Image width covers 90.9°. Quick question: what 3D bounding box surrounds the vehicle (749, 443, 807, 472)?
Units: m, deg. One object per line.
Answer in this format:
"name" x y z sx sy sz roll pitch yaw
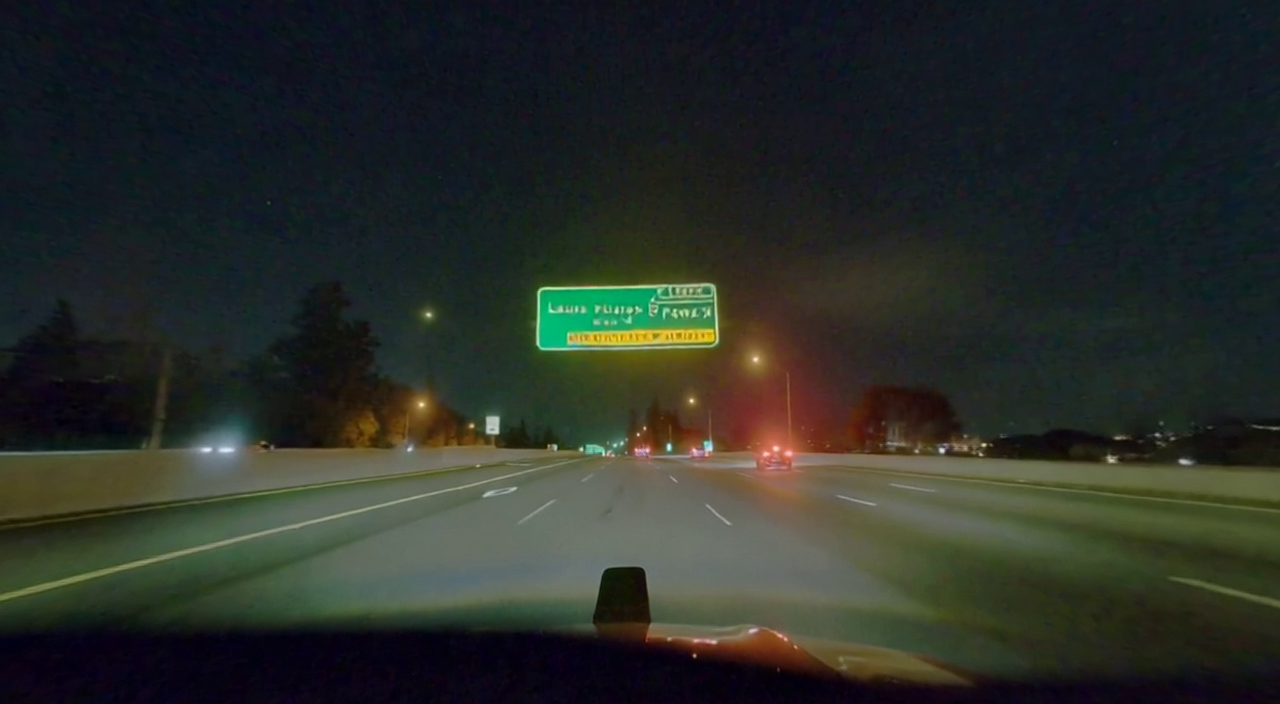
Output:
"vehicle" 7.771 6.014 36.030 2.031 1.524 4.657 0 -9 -3

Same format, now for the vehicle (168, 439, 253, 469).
"vehicle" -26.405 6.296 38.936 2.081 1.712 4.467 0 -9 0
